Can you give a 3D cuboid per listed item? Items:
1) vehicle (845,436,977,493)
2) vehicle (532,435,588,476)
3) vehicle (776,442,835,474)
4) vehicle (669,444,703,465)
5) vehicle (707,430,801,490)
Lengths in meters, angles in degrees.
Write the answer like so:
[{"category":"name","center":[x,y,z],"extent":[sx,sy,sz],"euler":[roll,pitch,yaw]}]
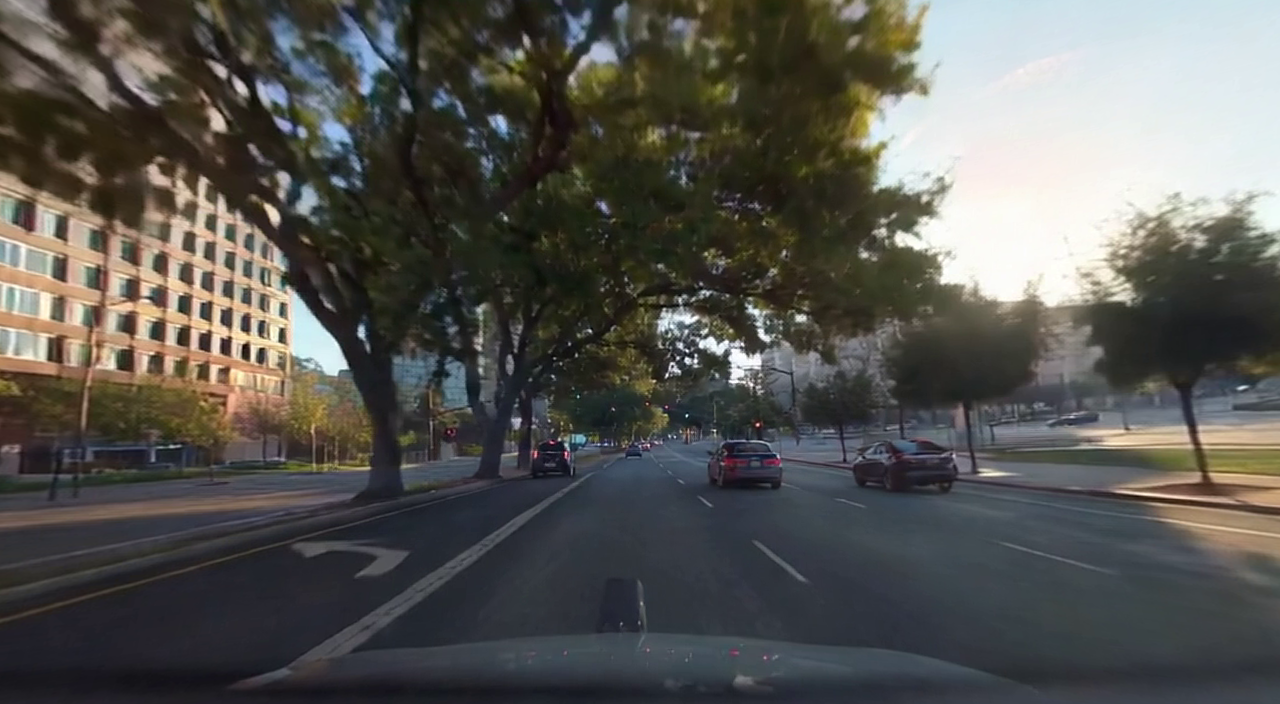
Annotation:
[{"category":"vehicle","center":[8.141,3.406,19.546],"extent":[1.944,1.503,4.723],"euler":[0,-8,0]},{"category":"vehicle","center":[-3.770,4.947,30.463],"extent":[2.155,1.797,3.989],"euler":[-1,-8,1]},{"category":"vehicle","center":[8.262,5.322,31.973],"extent":[1.884,1.478,4.164],"euler":[0,-8,1]},{"category":"vehicle","center":[3.359,7.613,47.027],"extent":[2.054,1.473,4.511],"euler":[0,-8,-2]},{"category":"vehicle","center":[3.632,3.541,21.113],"extent":[2.152,1.742,4.704],"euler":[0,-8,-1]}]
